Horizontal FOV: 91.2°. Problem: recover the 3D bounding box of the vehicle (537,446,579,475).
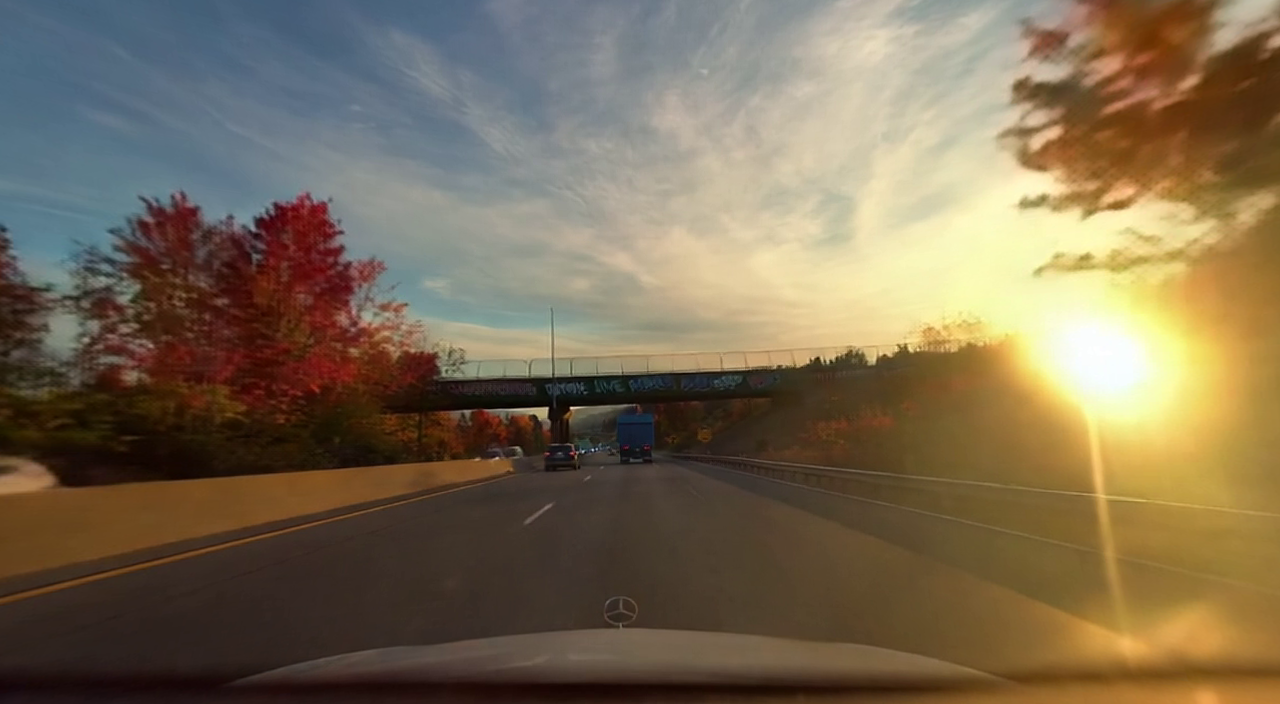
[{"bbox_3d":[-4.507,6.037,35.088,1.892,1.529,3.996,0,-9,-1],"label":"vehicle"}]
